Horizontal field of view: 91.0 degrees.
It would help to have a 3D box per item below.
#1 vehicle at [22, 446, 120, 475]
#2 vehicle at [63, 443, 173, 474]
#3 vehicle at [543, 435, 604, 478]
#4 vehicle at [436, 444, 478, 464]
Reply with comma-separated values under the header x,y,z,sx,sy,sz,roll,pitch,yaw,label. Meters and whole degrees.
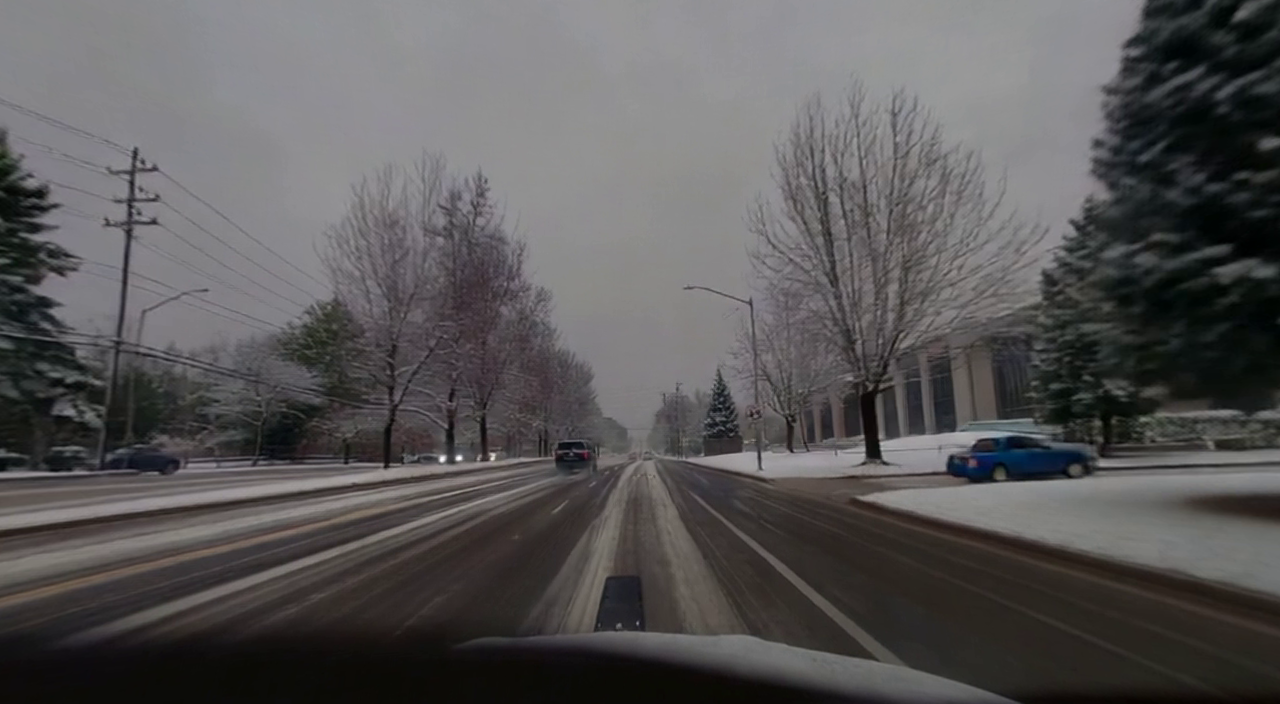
x,y,z,sx,sy,sz,roll,pitch,yaw,label
-33.606,6.403,37.262,3.856,1.655,1.842,1,-9,-3,vehicle
-32.844,6.706,39.729,4.858,1.849,2.112,1,-9,-2,vehicle
-2.934,4.771,28.858,2.112,1.779,4.489,0,-9,3,vehicle
-14.376,8.068,49.846,1.893,1.491,4.711,0,-9,0,vehicle
